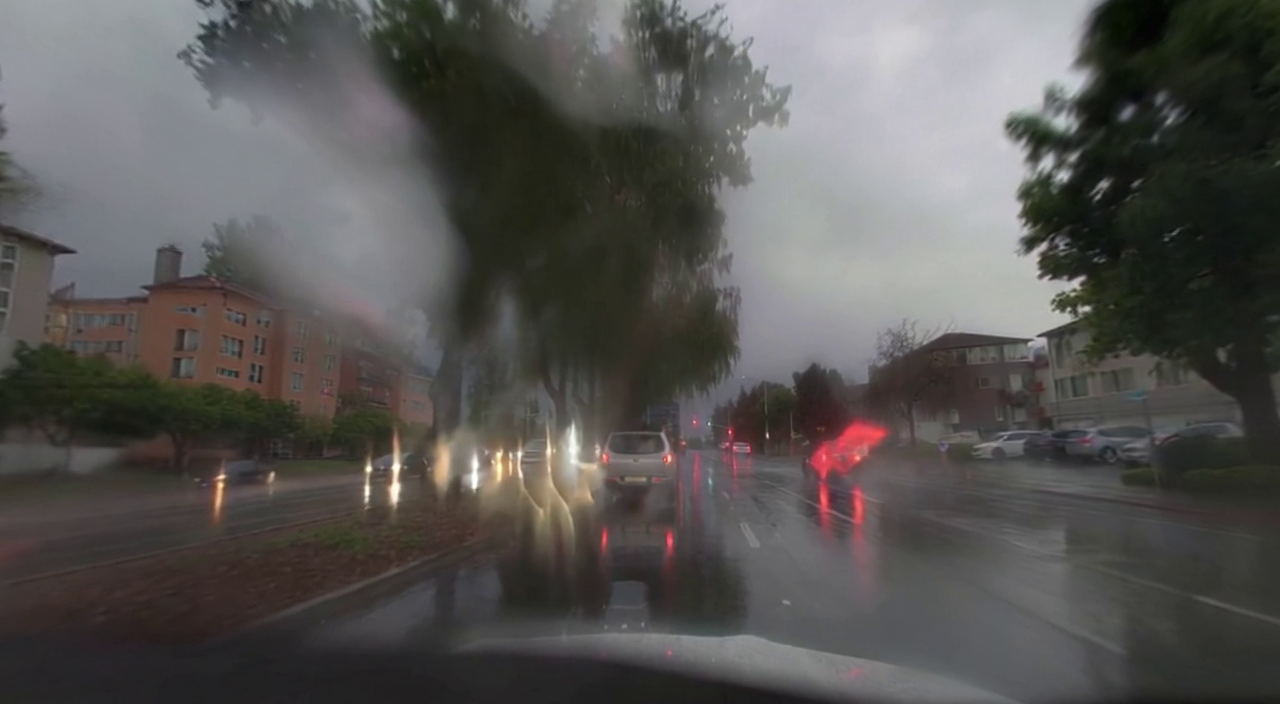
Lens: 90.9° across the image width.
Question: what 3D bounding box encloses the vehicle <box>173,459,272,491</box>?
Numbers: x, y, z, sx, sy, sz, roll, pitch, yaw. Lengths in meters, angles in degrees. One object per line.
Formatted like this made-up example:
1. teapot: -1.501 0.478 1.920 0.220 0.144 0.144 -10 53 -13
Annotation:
1. vehicle: -22.129 6.501 33.640 1.824 1.476 4.499 -1 -8 7

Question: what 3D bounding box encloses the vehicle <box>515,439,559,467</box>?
1. vehicle: -6.880 6.774 42.531 2.119 1.778 4.760 0 -8 1

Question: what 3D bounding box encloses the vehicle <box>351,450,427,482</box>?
1. vehicle: -12.552 5.701 31.830 1.806 1.417 4.405 -2 -8 4

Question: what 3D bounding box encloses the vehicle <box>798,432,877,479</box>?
1. vehicle: 7.931 4.180 25.744 1.971 1.722 4.341 0 -8 3

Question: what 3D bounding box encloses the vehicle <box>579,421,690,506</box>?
1. vehicle: 0.046 2.737 15.937 2.332 1.798 4.546 -1 -8 5

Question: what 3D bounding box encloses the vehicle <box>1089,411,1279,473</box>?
1. vehicle: 18.725 3.089 21.579 4.783 1.724 2.297 -4 -8 1
